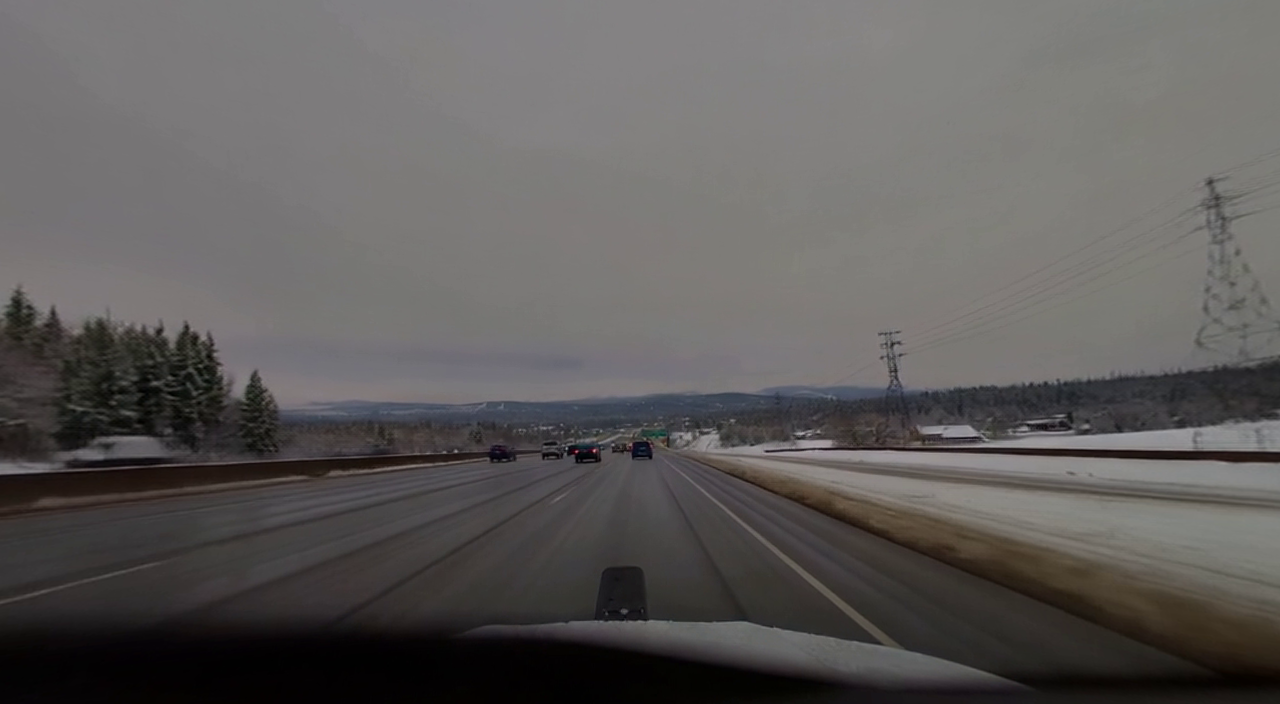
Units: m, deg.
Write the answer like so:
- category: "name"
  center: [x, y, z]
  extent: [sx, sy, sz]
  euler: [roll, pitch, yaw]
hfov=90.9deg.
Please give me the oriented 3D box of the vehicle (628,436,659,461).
- category: "vehicle"
  center: [0.213, 7.230, 47.305]
  extent: [2.194, 1.737, 4.127]
  euler: [0, -8, -1]

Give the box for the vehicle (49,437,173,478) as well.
- category: "vehicle"
  center: [-35.823, 7.135, 43.080]
  extent: [2.859, 2.588, 6.379]
  euler: [0, -8, 1]

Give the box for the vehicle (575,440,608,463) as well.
- category: "vehicle"
  center: [-3.411, 7.167, 45.492]
  extent: [1.967, 1.517, 4.808]
  euler: [0, -8, 0]
